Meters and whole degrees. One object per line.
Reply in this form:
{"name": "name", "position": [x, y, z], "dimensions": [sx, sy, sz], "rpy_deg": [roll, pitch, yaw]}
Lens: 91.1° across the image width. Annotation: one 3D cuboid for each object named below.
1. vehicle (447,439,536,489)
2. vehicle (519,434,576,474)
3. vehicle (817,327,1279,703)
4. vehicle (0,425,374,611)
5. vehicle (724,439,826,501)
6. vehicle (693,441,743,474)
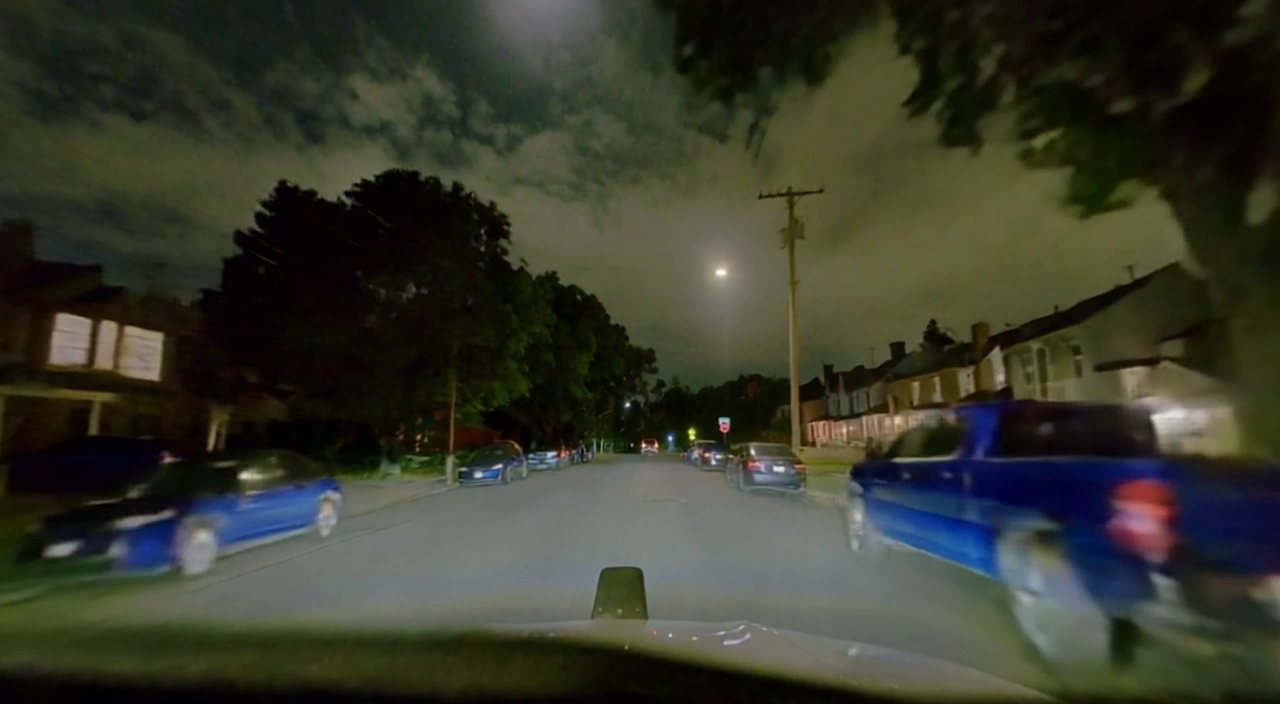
{"name": "vehicle", "position": [-5.185, 3.944, 22.584], "dimensions": [1.872, 1.515, 4.535], "rpy_deg": [1, -8, 2]}
{"name": "vehicle", "position": [-4.690, 5.243, 32.570], "dimensions": [2.162, 1.857, 4.758], "rpy_deg": [2, -8, 1]}
{"name": "vehicle", "position": [3.311, 1.180, 5.306], "dimensions": [2.240, 1.911, 4.878], "rpy_deg": [0, -8, 1]}
{"name": "vehicle", "position": [-5.298, 1.734, 7.708], "dimensions": [1.895, 1.530, 4.496], "rpy_deg": [2, -8, 2]}
{"name": "vehicle", "position": [3.642, 3.266, 17.841], "dimensions": [1.871, 1.514, 4.553], "rpy_deg": [0, -8, 0]}
{"name": "vehicle", "position": [3.744, 5.149, 30.912], "dimensions": [1.987, 1.518, 4.686], "rpy_deg": [0, -8, 2]}
